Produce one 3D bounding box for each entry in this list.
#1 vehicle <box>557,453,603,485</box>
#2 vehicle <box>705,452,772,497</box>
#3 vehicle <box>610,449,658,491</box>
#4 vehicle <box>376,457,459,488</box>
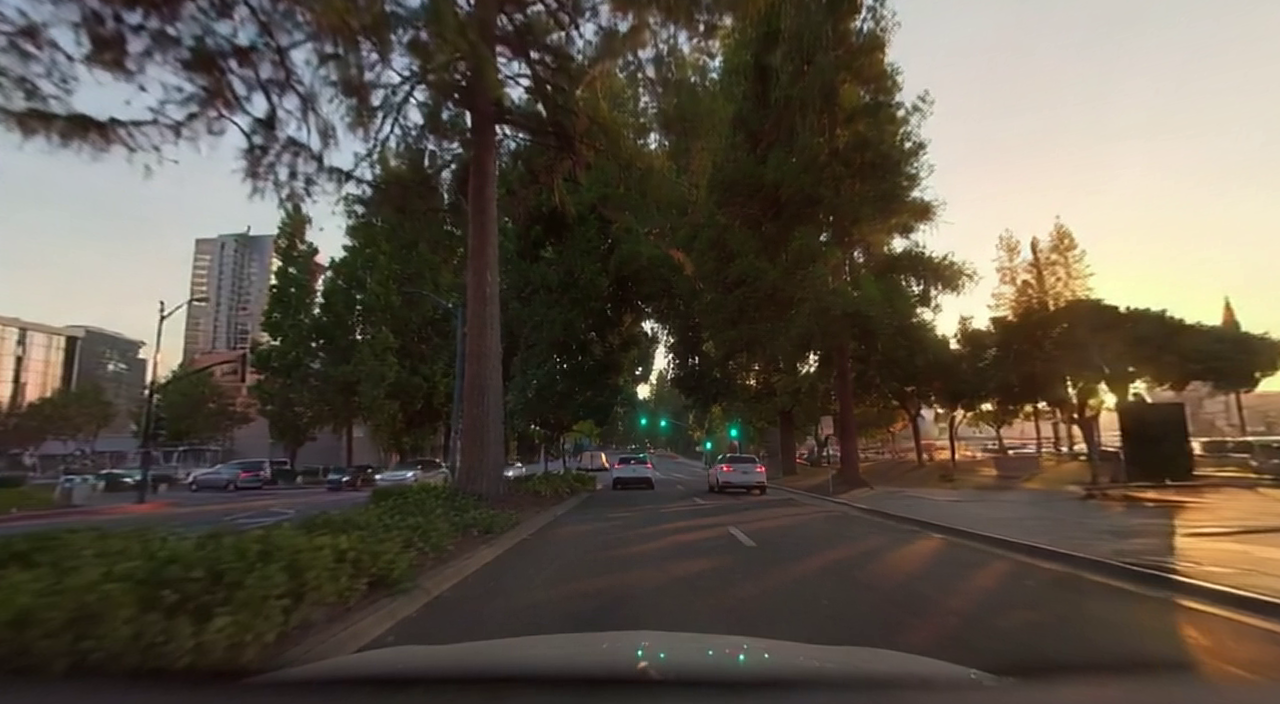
[{"bbox_3d":[-3.415,6.741,36.610,2.047,1.710,4.314,0,-9,2],"label":"vehicle"},{"bbox_3d":[3.716,4.664,24.446,1.847,1.554,4.052,0,-9,-1],"label":"vehicle"},{"bbox_3d":[-0.245,5.273,28.570,2.022,1.700,4.084,0,-9,0],"label":"vehicle"},{"bbox_3d":[-13.778,7.464,39.264,4.526,1.832,1.894,1,-9,-7],"label":"vehicle"}]
